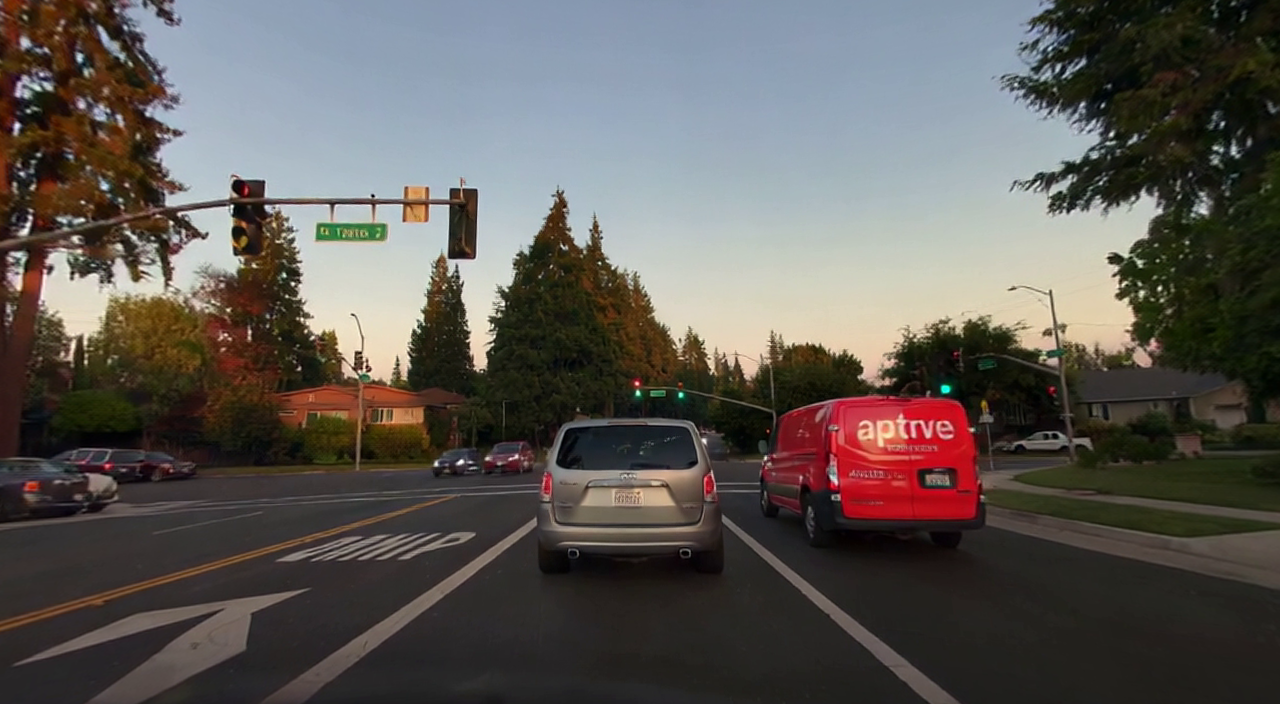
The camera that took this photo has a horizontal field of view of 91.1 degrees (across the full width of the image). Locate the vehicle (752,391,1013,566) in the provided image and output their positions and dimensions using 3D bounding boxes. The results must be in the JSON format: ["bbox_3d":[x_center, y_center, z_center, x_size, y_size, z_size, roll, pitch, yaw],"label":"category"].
[{"bbox_3d":[3.066,1.716,9.135,2.059,1.924,4.257,0,-8,0],"label":"vehicle"}]

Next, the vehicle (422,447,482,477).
[{"bbox_3d":[-10.155,5.952,34.286,1.881,1.515,4.262,0,-8,1],"label":"vehicle"}]

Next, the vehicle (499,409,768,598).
[{"bbox_3d":[-0.048,1.638,7.698,2.321,1.624,4.367,0,-8,0],"label":"vehicle"}]

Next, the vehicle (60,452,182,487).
[{"bbox_3d":[-25.256,5.705,30.704,4.073,1.603,1.920,1,-9,-8],"label":"vehicle"}]
